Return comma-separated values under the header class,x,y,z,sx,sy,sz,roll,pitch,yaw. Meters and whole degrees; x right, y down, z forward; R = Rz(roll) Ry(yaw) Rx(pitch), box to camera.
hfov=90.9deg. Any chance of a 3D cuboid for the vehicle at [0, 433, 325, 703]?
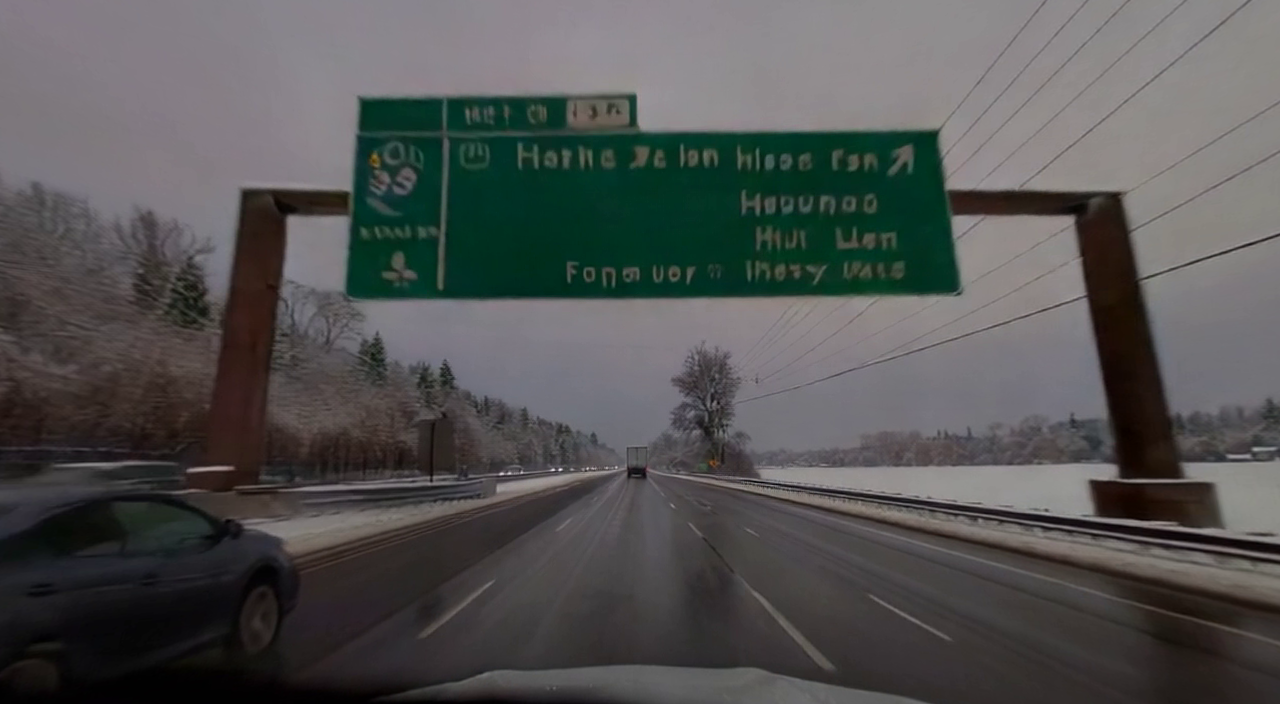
class,x,y,z,sx,sy,sz,roll,pitch,yaw
vehicle,-4.013,1.223,3.566,2.000,1.462,4.721,1,-10,0
